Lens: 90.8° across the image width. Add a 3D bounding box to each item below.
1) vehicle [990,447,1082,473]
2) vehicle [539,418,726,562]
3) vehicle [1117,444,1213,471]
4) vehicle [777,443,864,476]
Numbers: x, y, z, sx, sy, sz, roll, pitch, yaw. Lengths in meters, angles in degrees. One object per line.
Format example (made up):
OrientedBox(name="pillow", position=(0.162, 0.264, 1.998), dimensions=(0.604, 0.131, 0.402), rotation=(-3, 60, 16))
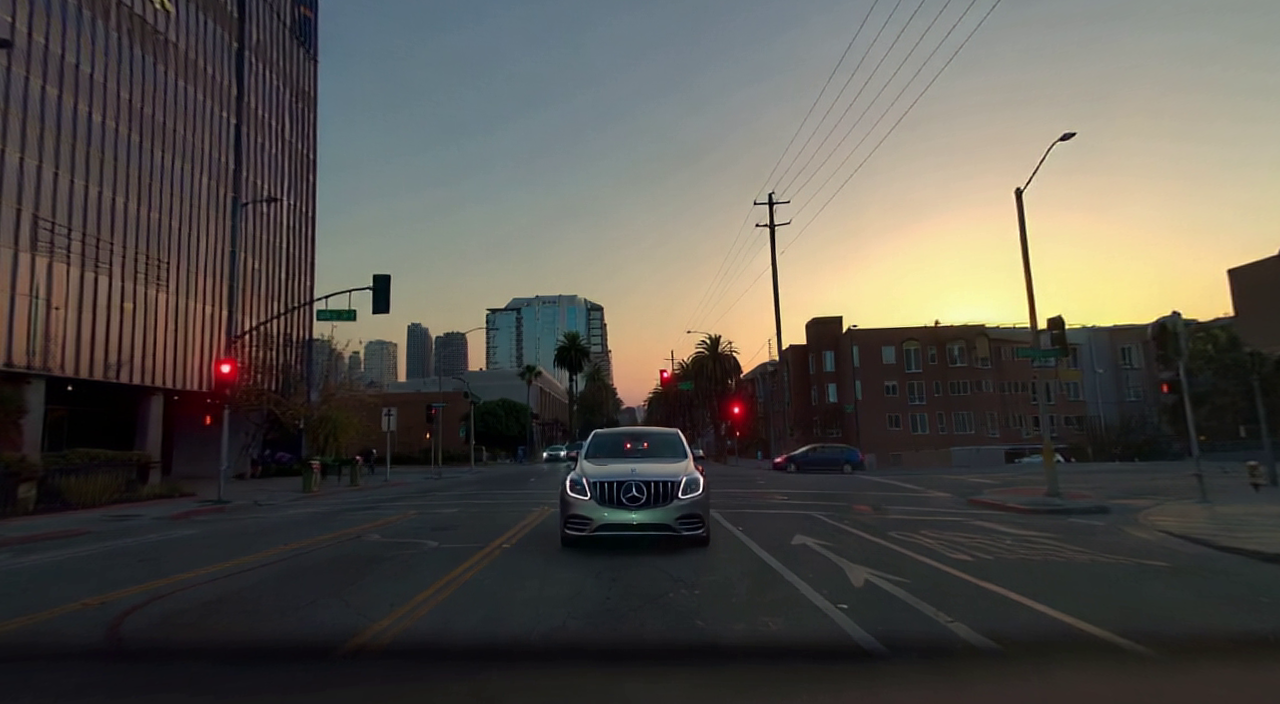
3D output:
OrientedBox(name="vehicle", position=(24.202, 6.596, 38.676), dimensions=(4.417, 1.462, 1.761), rotation=(0, -8, -1))
OrientedBox(name="vehicle", position=(-0.084, 1.873, 9.229), dimensions=(2.144, 1.643, 3.770), rotation=(0, -8, 0))
OrientedBox(name="vehicle", position=(32.167, 6.468, 38.772), dimensions=(4.234, 1.613, 1.812), rotation=(0, -8, -1))
OrientedBox(name="vehicle", position=(10.435, 6.177, 36.462), dimensions=(4.649, 1.760, 2.029), rotation=(-3, -9, 19))
